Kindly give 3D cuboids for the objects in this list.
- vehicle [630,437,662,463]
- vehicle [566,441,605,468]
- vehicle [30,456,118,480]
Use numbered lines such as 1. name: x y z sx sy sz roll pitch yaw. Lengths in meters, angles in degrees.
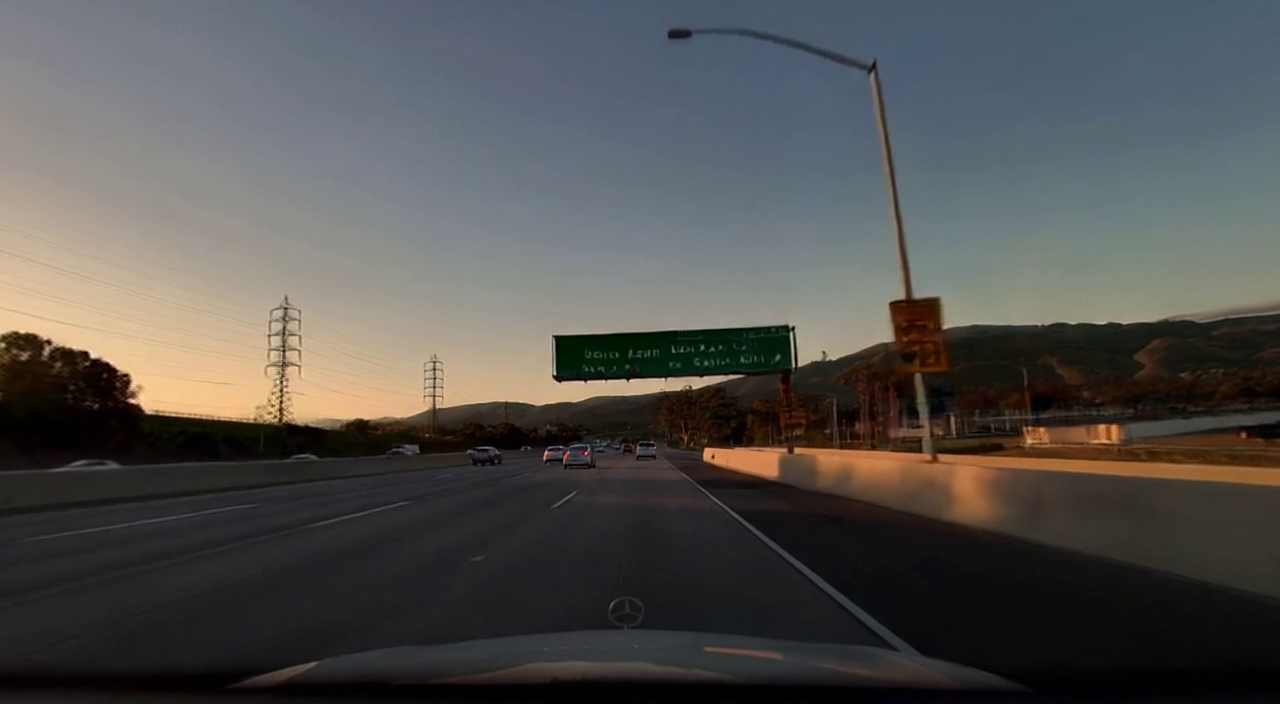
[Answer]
1. vehicle: 0.375 7.130 45.919 2.194 1.737 4.127 0 -8 -1
2. vehicle: -3.328 6.368 39.417 1.967 1.517 4.808 0 -8 1
3. vehicle: -39.536 8.086 44.184 1.894 1.475 4.624 0 -8 0
